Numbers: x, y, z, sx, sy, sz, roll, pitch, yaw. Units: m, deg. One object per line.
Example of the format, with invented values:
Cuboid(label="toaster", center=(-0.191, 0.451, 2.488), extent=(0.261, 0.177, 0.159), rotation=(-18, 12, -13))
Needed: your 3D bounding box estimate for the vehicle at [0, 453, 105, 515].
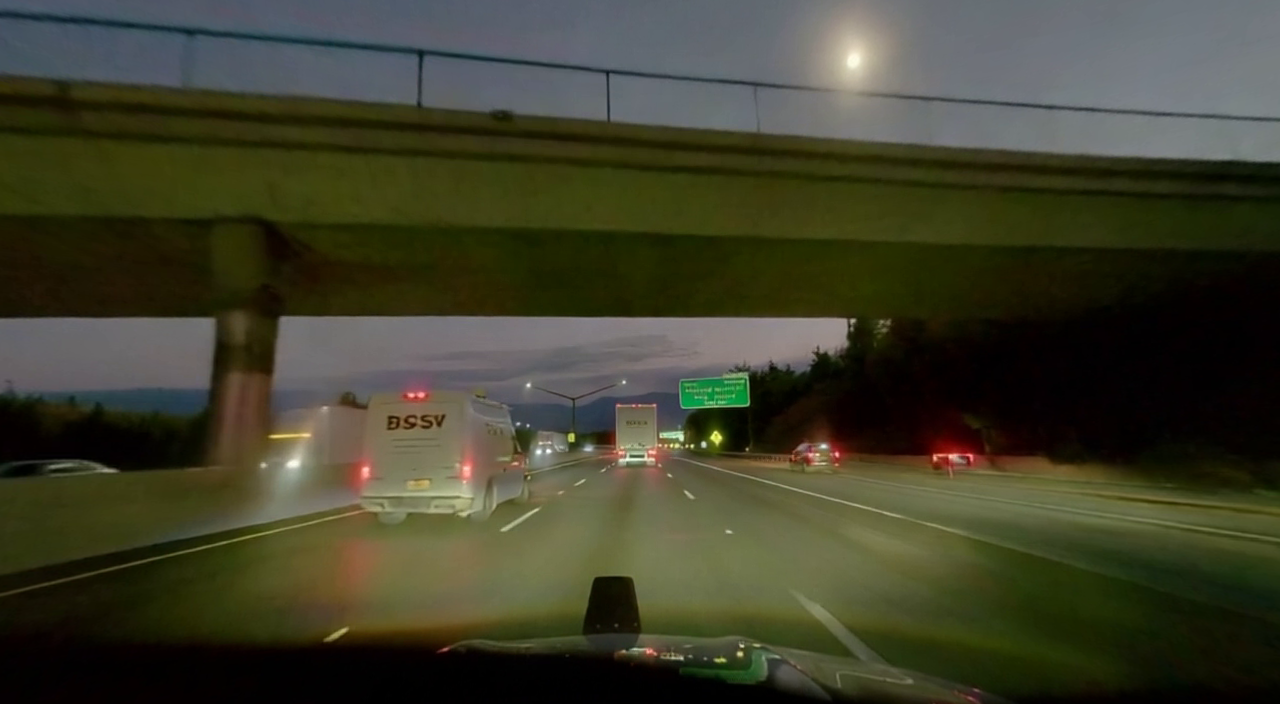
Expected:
Cuboid(label="vehicle", center=(-15.789, 3.256, 15.709), extent=(1.689, 1.428, 3.501), rotation=(0, -9, 0))

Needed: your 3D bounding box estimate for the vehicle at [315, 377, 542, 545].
Cuboid(label="vehicle", center=(-3.420, 1.944, 11.684), extent=(2.404, 2.371, 5.310), rotation=(0, -9, -1))

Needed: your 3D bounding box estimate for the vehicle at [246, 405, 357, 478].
Cuboid(label="vehicle", center=(-19.639, 5.287, 36.981), extent=(3.143, 3.926, 5.850), rotation=(0, -9, 0))

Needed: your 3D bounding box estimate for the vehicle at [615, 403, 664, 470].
Cuboid(label="vehicle", center=(-0.126, 6.119, 44.786), extent=(3.025, 4.002, 12.709), rotation=(0, -9, -1))
